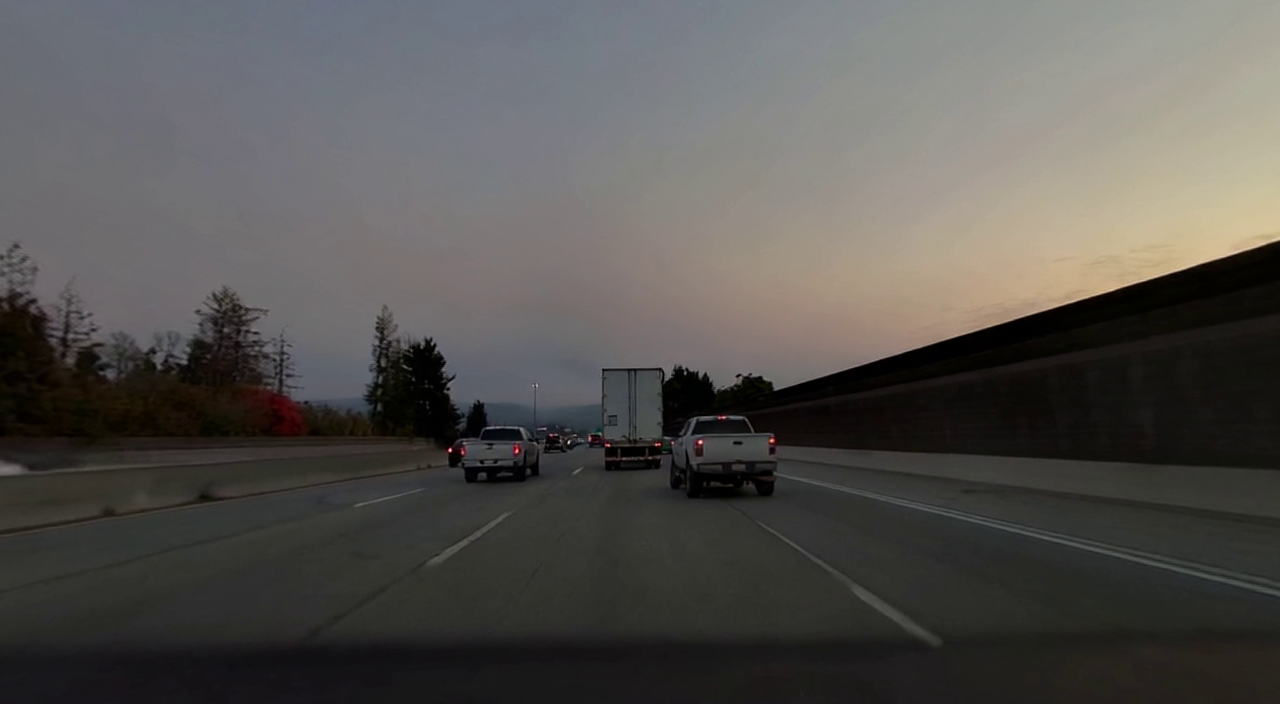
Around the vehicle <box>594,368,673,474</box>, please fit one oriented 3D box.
[{"bbox_3d":[-0.546,3.245,28.660,2.904,3.915,10.473,0,-8,-3],"label":"vehicle"}]

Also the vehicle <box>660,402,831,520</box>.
[{"bbox_3d":[1.756,2.055,12.462,2.118,1.832,4.901,1,-8,-5],"label":"vehicle"}]

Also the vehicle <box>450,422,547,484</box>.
[{"bbox_3d":[-4.382,3.186,20.229,2.134,1.752,4.375,0,-8,0],"label":"vehicle"}]
